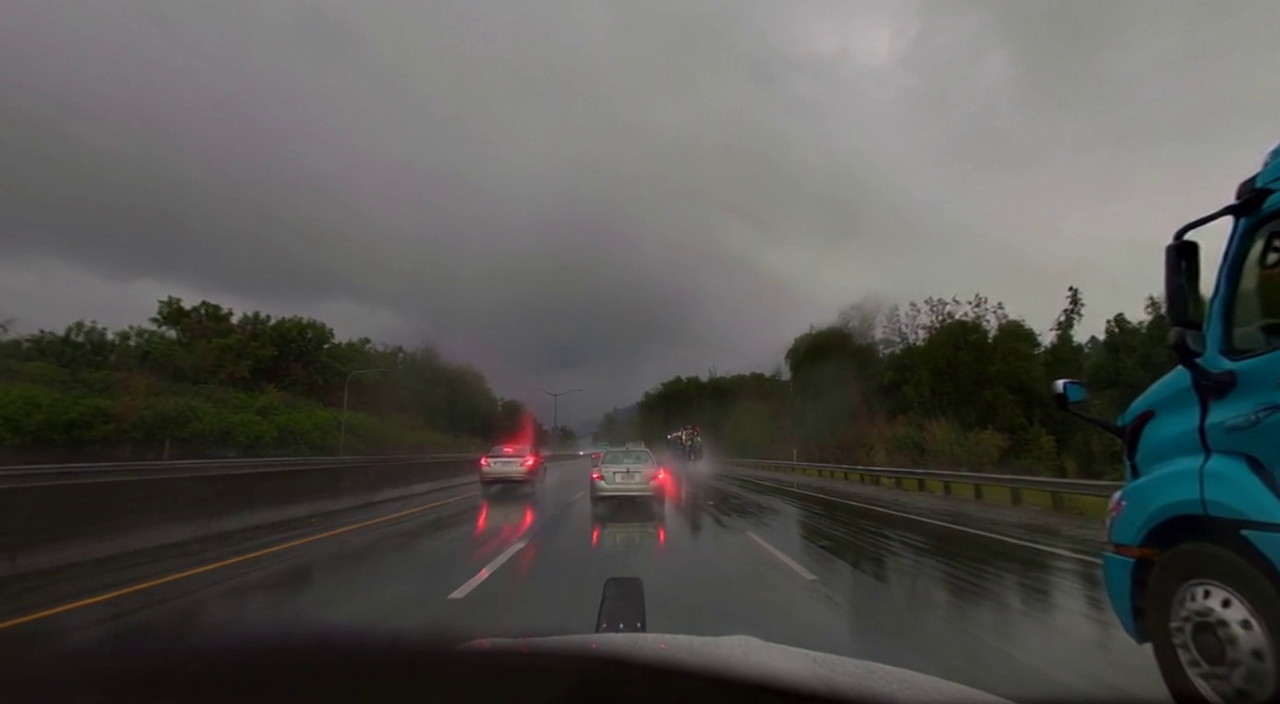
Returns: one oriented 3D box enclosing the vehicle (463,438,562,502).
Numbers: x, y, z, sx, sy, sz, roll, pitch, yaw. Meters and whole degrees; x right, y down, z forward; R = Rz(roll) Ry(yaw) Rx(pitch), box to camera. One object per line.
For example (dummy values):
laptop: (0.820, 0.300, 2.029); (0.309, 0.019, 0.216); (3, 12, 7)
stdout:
vehicle: (-3.684, 3.516, 19.168); (1.985, 1.671, 4.604); (0, -9, 1)

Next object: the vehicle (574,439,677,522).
vehicle: (-0.264, 2.747, 13.914); (1.973, 1.574, 3.426); (0, -9, 0)

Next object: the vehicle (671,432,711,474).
vehicle: (3.457, 6.949, 43.623); (2.234, 2.679, 5.372); (0, -9, -1)
